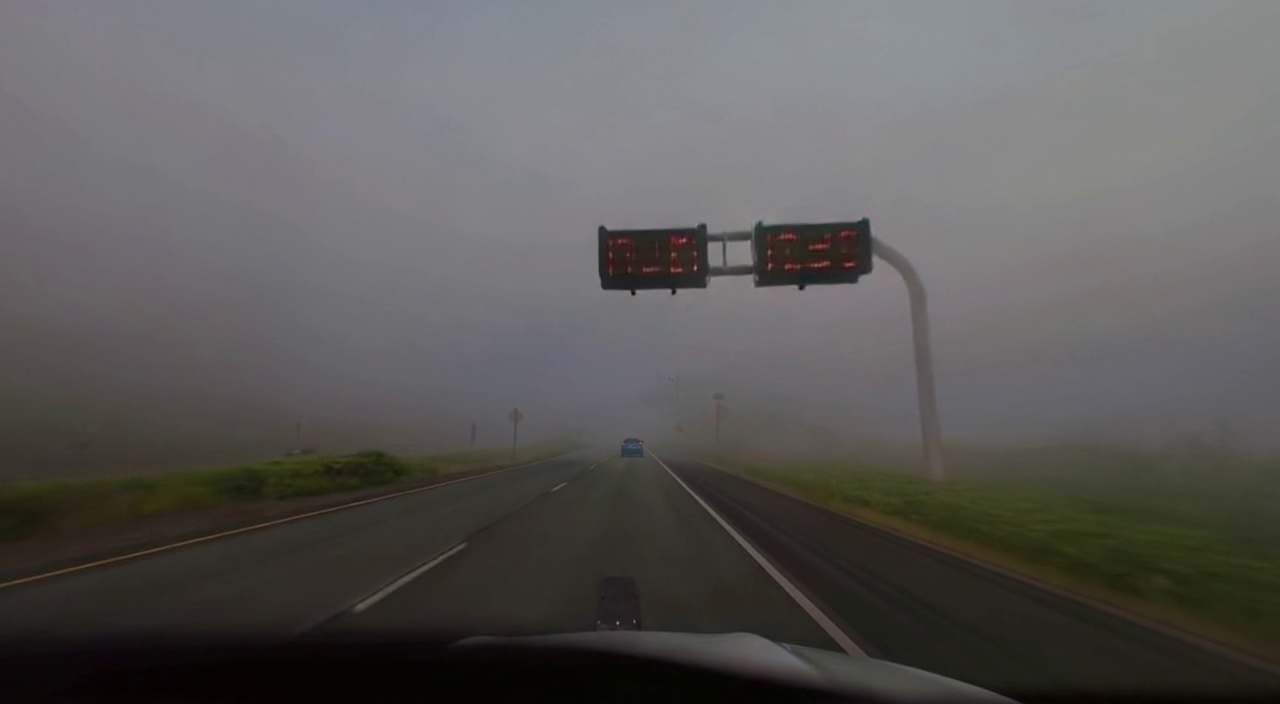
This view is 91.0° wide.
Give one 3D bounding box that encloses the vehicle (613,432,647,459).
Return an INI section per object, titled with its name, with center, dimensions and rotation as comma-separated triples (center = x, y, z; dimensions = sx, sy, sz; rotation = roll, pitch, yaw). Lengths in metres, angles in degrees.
[vehicle]
center = -0.698, 6.348, 42.803
dimensions = 2.180, 1.717, 4.139
rotation = 0, -8, -1
